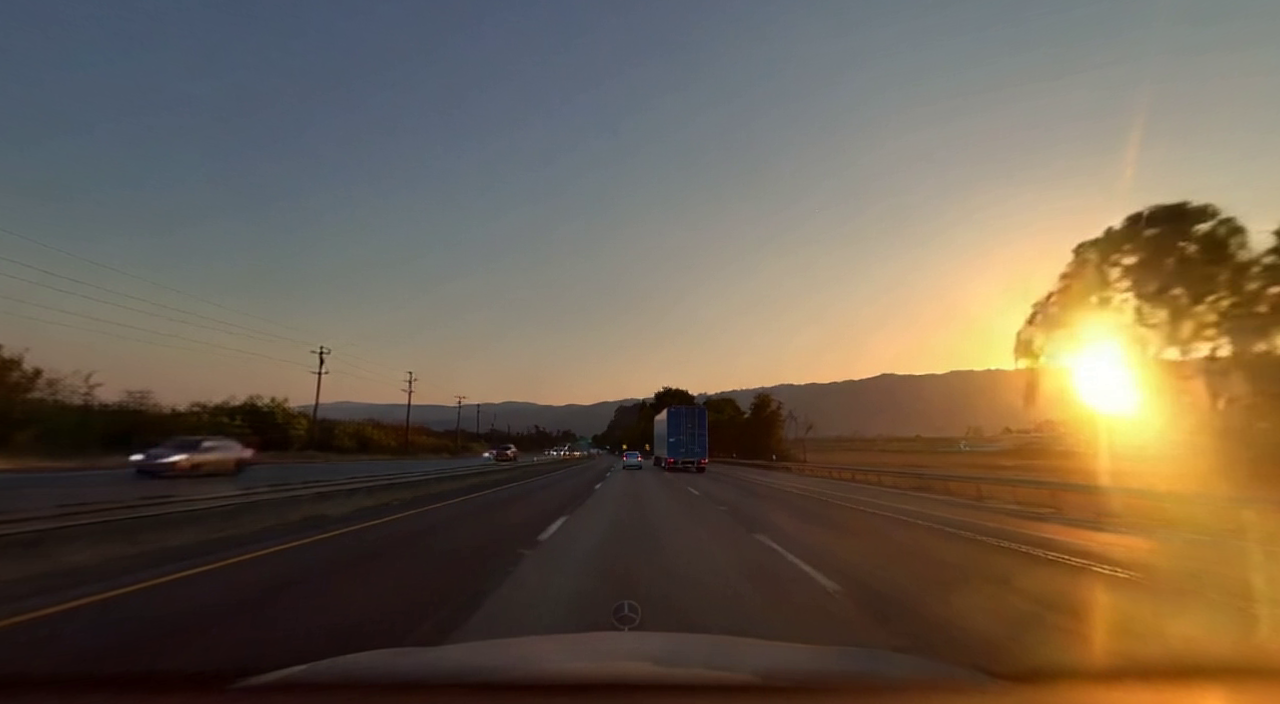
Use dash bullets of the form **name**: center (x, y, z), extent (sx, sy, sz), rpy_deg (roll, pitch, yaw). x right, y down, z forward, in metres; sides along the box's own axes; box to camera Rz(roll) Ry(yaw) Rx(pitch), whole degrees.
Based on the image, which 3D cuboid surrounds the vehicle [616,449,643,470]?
- **vehicle**: center (-0.767, 7.959, 46.783), extent (1.898, 1.438, 4.053), rpy_deg (0, -9, -1)

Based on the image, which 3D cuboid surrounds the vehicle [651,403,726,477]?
- **vehicle**: center (2.910, 6.260, 43.966), extent (3.462, 4.177, 16.311), rpy_deg (0, -9, -2)

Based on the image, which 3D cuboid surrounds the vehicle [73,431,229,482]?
- **vehicle**: center (-15.286, 3.307, 20.039), extent (1.776, 1.436, 3.890), rpy_deg (0, -9, 1)
